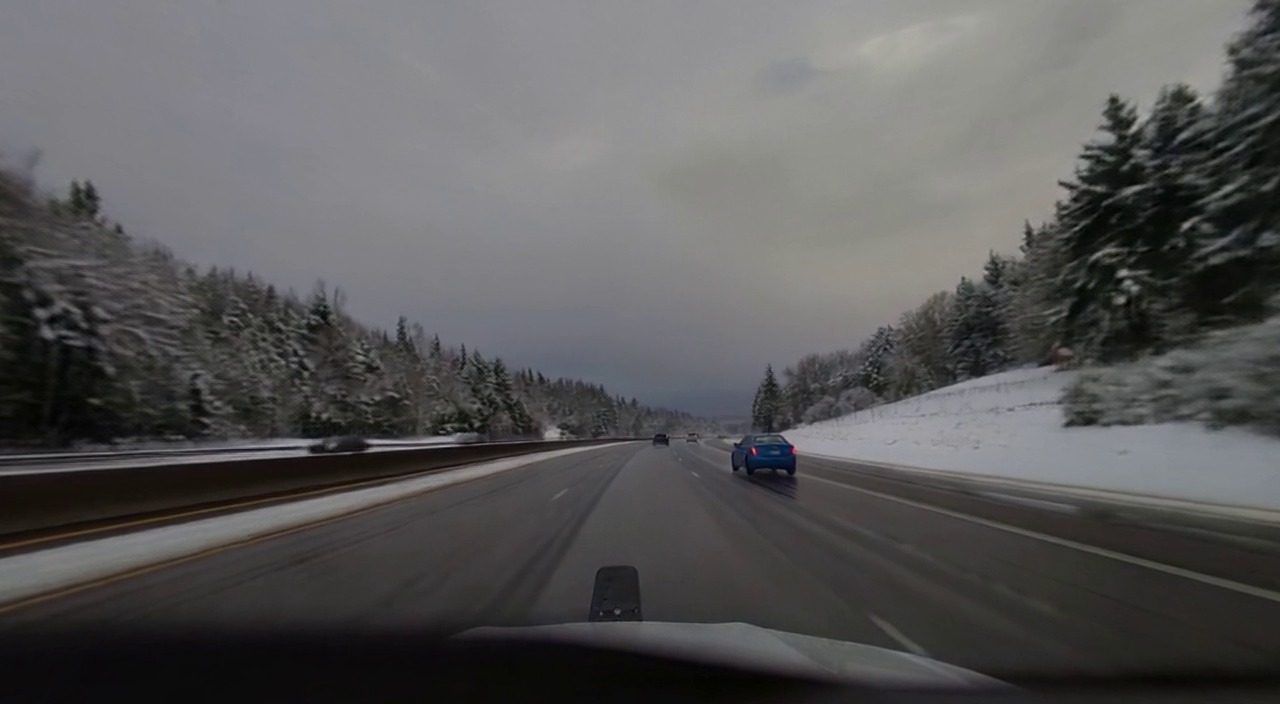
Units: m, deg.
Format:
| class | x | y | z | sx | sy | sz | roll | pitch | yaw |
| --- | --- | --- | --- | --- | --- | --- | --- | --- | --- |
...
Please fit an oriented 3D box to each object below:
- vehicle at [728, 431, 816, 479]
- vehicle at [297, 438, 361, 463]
| class | x | y | z | sx | sy | sz | roll | pitch | yaw |
| --- | --- | --- | --- | --- | --- | --- | --- | --- | --- |
| vehicle | 4.312 | 3.430 | 21.308 | 1.982 | 1.452 | 4.294 | 0 | -8 | -1 |
| vehicle | -19.631 | 6.192 | 39.850 | 1.882 | 1.495 | 4.059 | 0 | -8 | 2 |
